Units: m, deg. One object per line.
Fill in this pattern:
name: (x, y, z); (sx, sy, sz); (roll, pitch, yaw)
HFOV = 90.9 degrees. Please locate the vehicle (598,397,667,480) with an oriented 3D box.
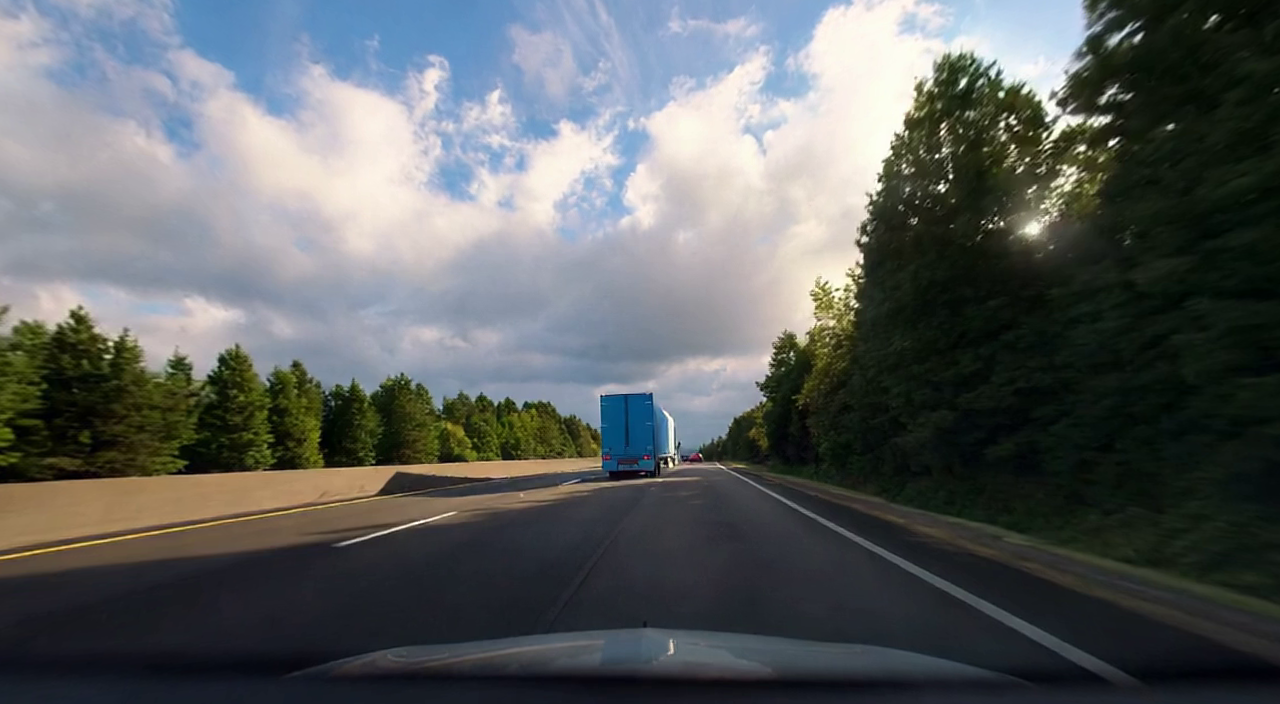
vehicle: (-0.149, 4.742, 34.075); (2.821, 3.878, 8.925); (-1, -9, 5)
